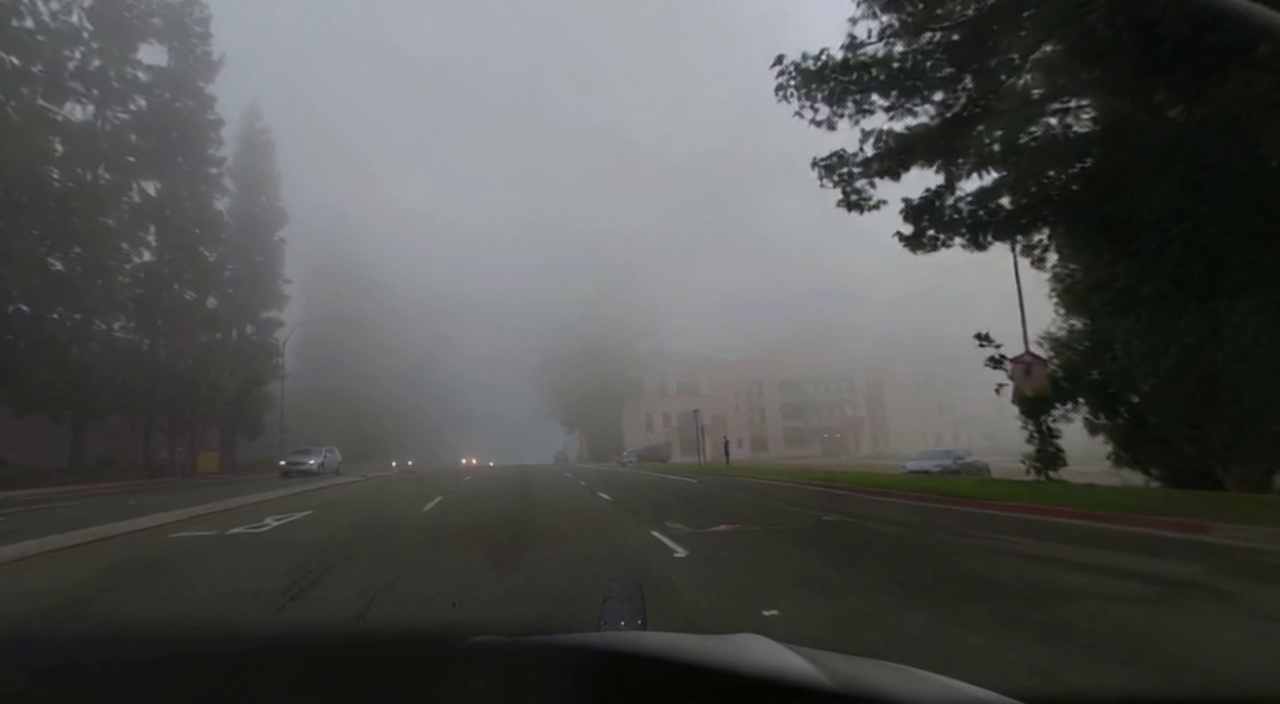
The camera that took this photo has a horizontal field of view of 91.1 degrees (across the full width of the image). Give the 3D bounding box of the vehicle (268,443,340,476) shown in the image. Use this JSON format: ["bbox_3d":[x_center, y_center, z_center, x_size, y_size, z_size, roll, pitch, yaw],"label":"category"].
[{"bbox_3d":[-17.699,5.656,33.299,2.060,1.618,4.203,1,-9,-10],"label":"vehicle"}]

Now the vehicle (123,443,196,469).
[{"bbox_3d":[-37.541,8.161,49.138,3.770,1.737,2.102,2,-16,-13],"label":"vehicle"}]

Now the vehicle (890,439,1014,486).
[{"bbox_3d":[12.770,4.552,25.816,4.030,1.483,1.859,-2,-14,-10],"label":"vehicle"}]
